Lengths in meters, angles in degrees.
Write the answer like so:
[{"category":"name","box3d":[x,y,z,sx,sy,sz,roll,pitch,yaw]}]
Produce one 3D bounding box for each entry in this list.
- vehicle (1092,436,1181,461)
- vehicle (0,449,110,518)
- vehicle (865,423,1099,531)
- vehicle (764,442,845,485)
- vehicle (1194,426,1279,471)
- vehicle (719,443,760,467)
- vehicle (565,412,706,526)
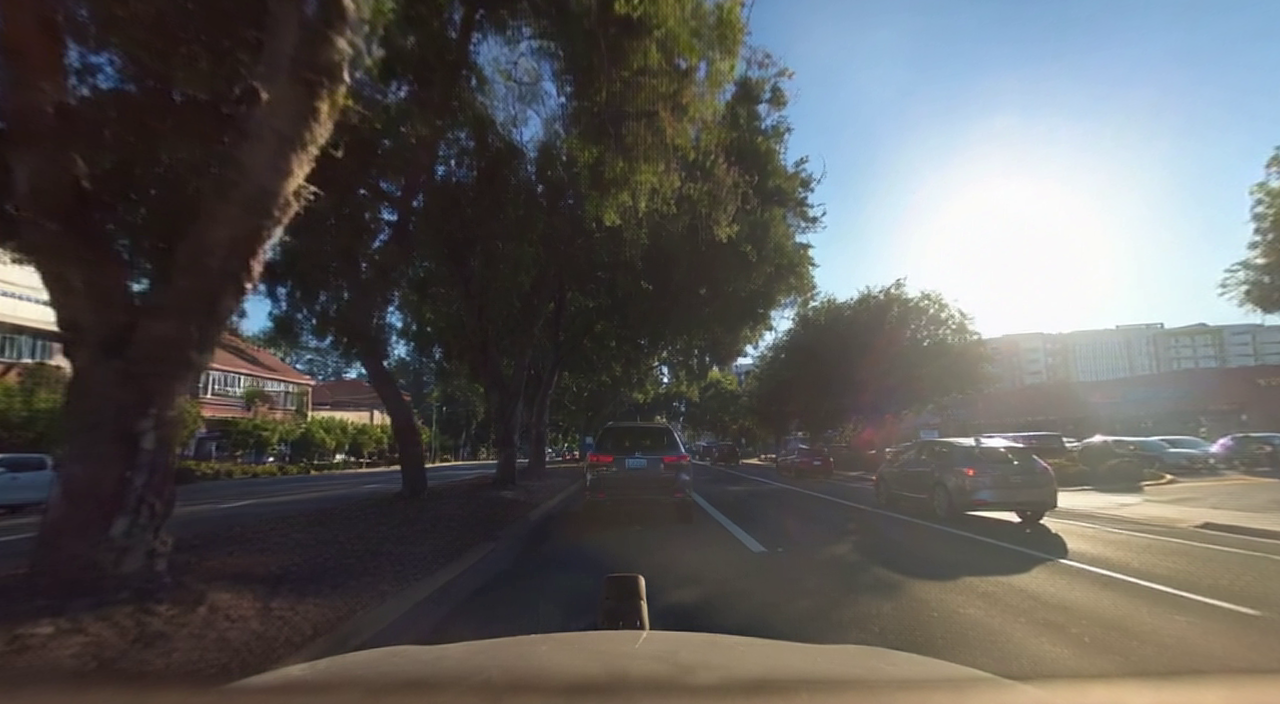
[{"category":"vehicle","box3d":[33.224,6.474,42.454,1.959,1.580,4.873,0,-9,0]},{"category":"vehicle","box3d":[-19.246,3.864,18.793,2.302,1.939,5.221,0,-9,1]},{"category":"vehicle","box3d":[6.259,2.332,12.352,2.056,1.703,4.428,0,-9,0]},{"category":"vehicle","box3d":[6.462,4.422,25.406,2.035,1.553,4.465,0,-9,0]},{"category":"vehicle","box3d":[27.248,4.245,27.797,1.878,1.838,4.118,0,-9,0]},{"category":"vehicle","box3d":[6.550,6.825,42.086,1.914,1.523,4.287,0,-9,-2]},{"category":"vehicle","box3d":[-0.088,2.253,12.620,2.320,1.880,4.192,0,-9,-1]}]
